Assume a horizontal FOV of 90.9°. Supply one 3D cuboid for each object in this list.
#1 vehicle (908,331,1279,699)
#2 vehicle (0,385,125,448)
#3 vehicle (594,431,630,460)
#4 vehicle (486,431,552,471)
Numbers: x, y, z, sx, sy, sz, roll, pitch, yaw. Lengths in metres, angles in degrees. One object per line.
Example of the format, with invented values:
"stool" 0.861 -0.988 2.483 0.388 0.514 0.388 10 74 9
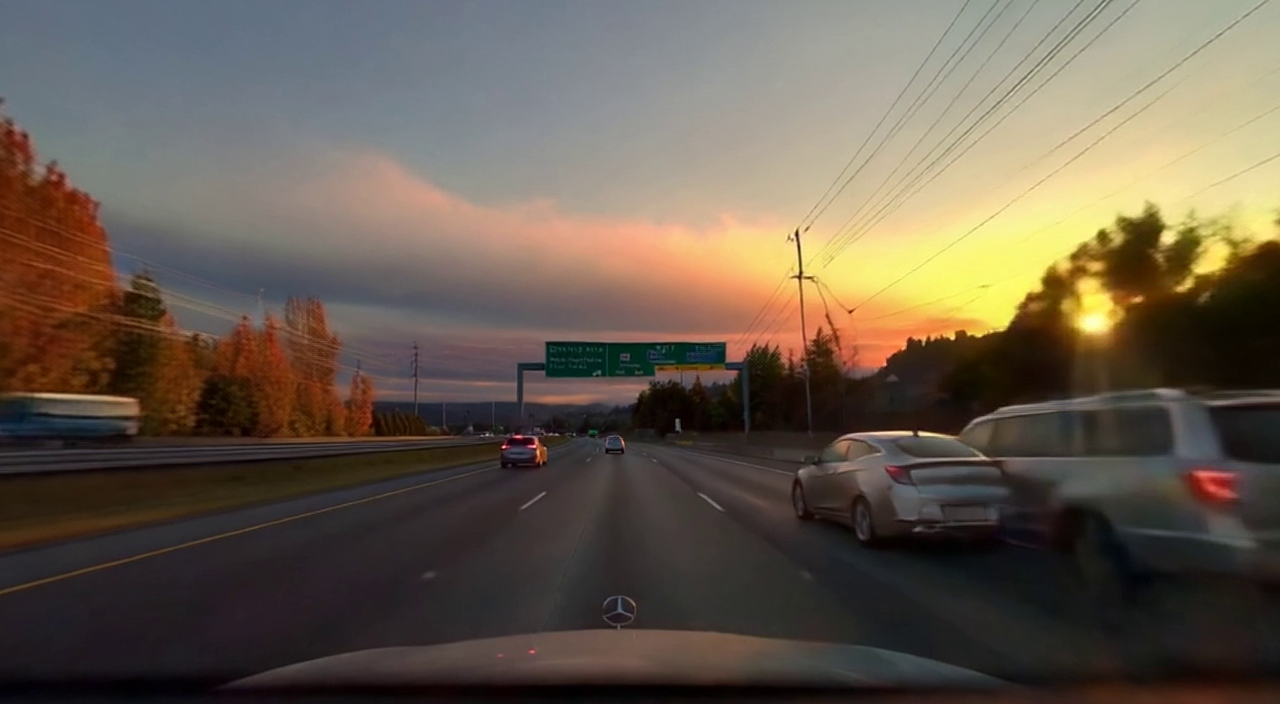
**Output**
"vehicle" 3.923 1.051 5.012 1.976 1.905 3.263 0 -8 -3
"vehicle" -27.675 3.076 28.966 2.473 2.571 6.567 0 -8 -2
"vehicle" -1.748 5.886 39.893 2.159 1.690 3.720 0 -8 -2
"vehicle" -5.066 4.196 26.999 2.100 1.590 4.077 0 -8 -1
